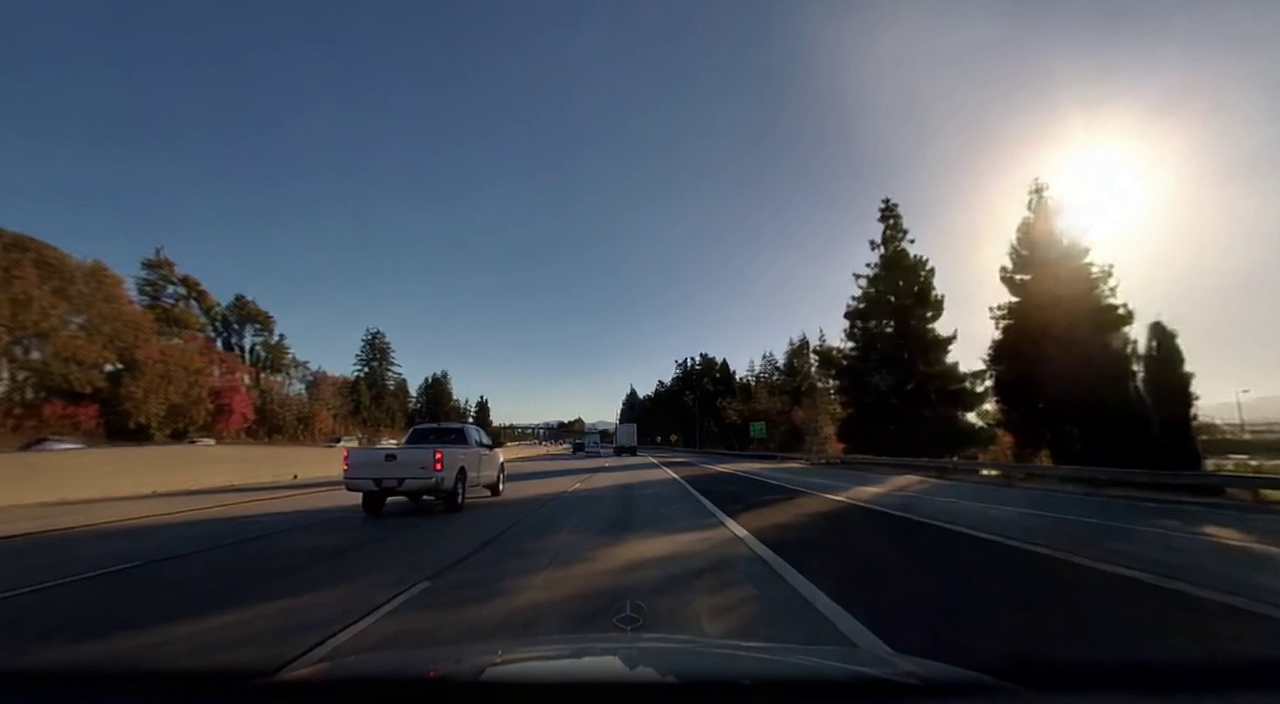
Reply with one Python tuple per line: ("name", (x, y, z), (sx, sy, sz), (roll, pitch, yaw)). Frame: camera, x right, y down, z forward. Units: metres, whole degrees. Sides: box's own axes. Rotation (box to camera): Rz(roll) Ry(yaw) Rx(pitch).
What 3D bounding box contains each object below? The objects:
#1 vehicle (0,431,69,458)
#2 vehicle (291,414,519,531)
("vehicle", (-39.937, 5.945, 40.455), (2.111, 1.646, 4.435), (0, -8, -1))
("vehicle", (-4.032, 2.186, 12.033), (2.316, 1.731, 5.126), (0, -8, 1))
